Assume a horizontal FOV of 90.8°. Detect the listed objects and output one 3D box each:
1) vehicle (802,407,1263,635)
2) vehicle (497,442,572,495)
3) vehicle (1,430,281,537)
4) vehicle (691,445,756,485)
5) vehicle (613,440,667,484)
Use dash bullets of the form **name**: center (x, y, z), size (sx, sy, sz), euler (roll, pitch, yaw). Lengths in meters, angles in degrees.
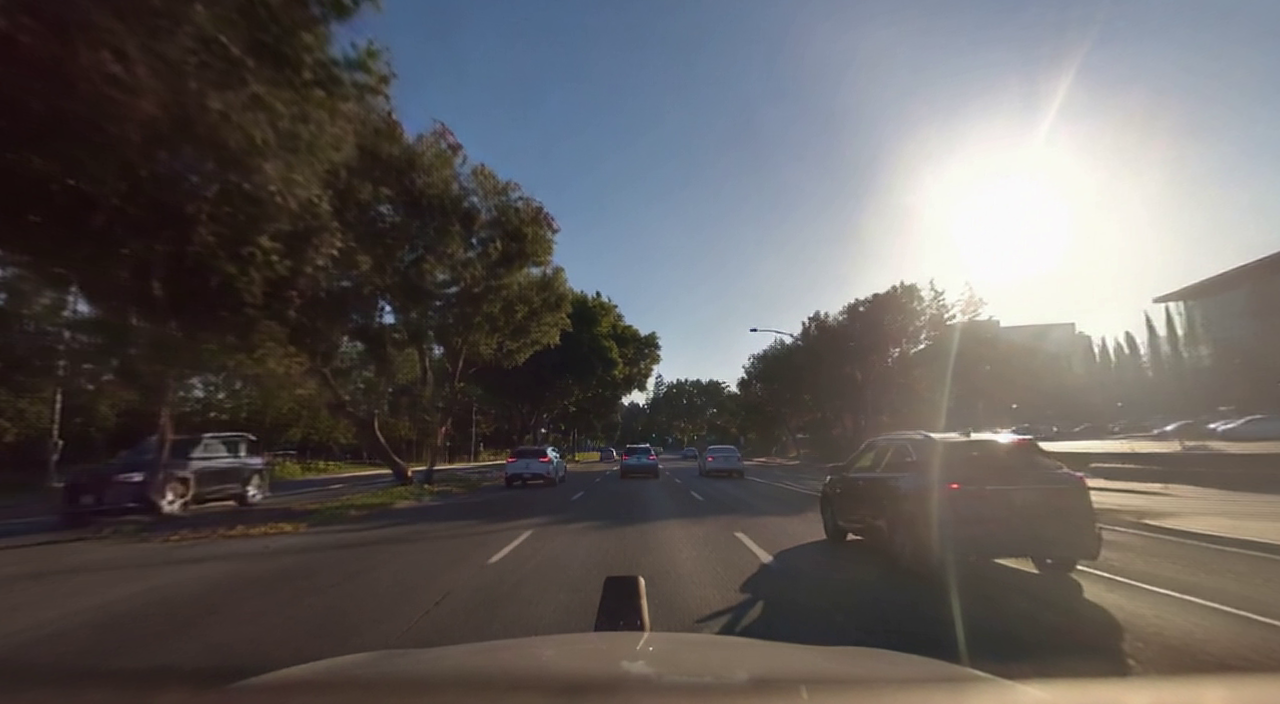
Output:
- **vehicle**: center (3.472, 1.592, 7.027), size (2.069, 1.644, 4.714), euler (0, -9, 0)
- **vehicle**: center (-3.427, 3.875, 21.327), size (1.823, 1.602, 4.061), euler (0, -9, 0)
- **vehicle**: center (-9.501, 2.508, 12.677), size (2.045, 1.730, 4.375), euler (0, -9, -1)
- **vehicle**: center (3.384, 4.672, 26.418), size (2.068, 1.541, 4.041), euler (0, -9, -1)
- **vehicle**: center (-0.041, 4.725, 27.342), size (2.150, 1.725, 4.096), euler (0, -9, -1)
